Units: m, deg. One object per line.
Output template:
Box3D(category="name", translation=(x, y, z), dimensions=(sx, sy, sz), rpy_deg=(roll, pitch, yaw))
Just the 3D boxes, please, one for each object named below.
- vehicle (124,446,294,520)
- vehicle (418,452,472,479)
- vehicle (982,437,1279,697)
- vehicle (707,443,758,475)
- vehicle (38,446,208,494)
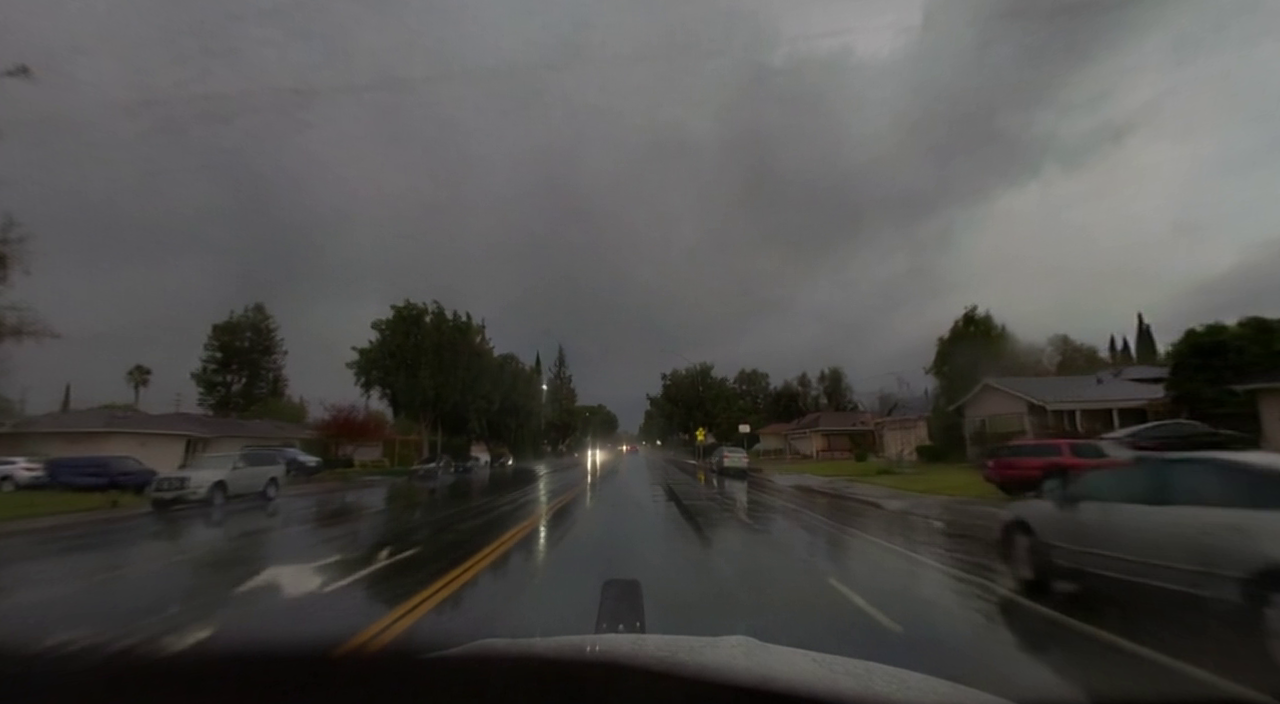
Box3D(category="vehicle", translation=(-12.688, 3.815, 19.056), dimensions=(2.049, 1.782, 4.460), rpy_deg=(-4, -8, 0))
Box3D(category="vehicle", translation=(-12.340, 7.161, 40.208), dimensions=(1.940, 1.452, 4.485), rpy_deg=(-3, -9, 1))
Box3D(category="vehicle", translation=(4.612, 1.354, 4.508), dimensions=(1.970, 1.455, 4.233), rpy_deg=(0, -8, 0))
Box3D(category="vehicle", translation=(4.676, 5.490, 32.635), dimensions=(1.925, 1.482, 4.746), rpy_deg=(0, -8, 0))
Box3D(category="vehicle", translation=(-20.303, 4.625, 25.022), dimensions=(4.744, 1.752, 2.008), rpy_deg=(1, -9, -6))
